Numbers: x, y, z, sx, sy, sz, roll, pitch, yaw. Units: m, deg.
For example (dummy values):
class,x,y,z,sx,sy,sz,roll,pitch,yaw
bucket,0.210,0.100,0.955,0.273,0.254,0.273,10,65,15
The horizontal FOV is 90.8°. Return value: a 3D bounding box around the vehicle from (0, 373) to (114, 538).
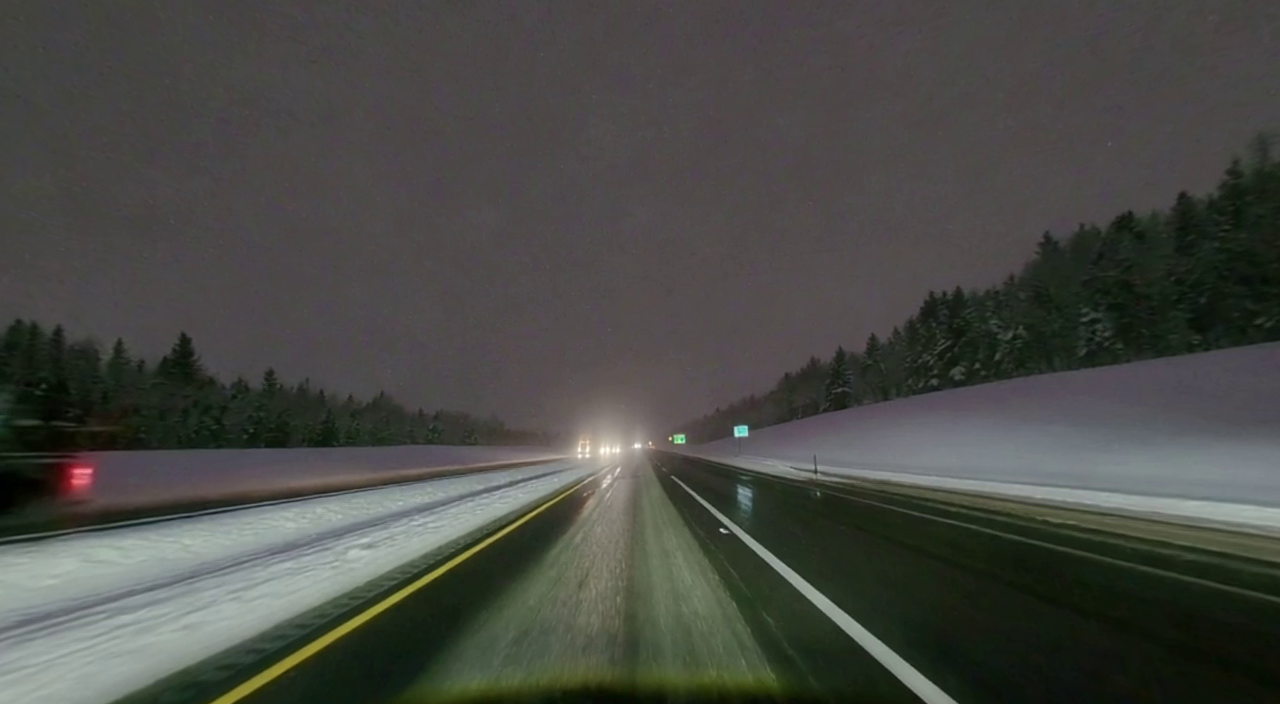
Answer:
class,x,y,z,sx,sy,sz,roll,pitch,yaw
vehicle,-12.022,1.626,9.847,2.690,2.712,5.582,0,-9,0
